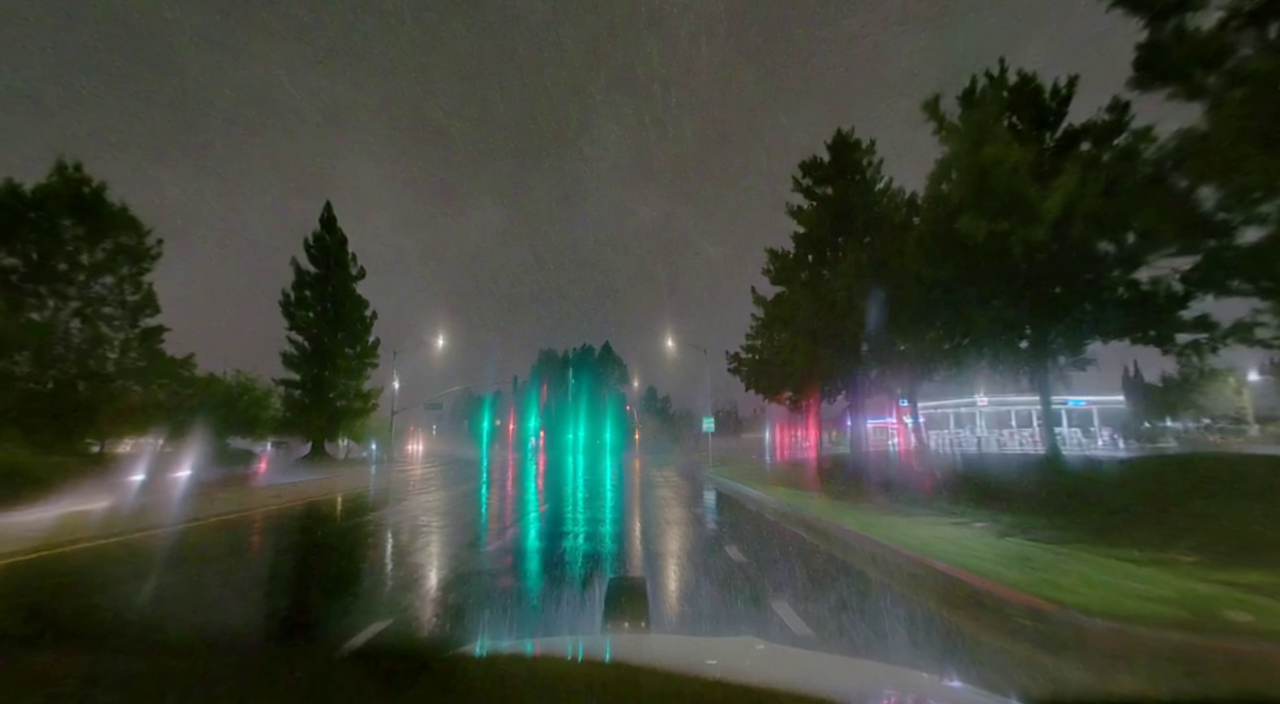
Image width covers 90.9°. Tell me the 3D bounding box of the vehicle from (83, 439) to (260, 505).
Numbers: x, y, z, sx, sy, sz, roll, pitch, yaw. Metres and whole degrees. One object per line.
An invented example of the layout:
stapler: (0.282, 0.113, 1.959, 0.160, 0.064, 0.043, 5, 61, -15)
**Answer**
vehicle: (-14.679, 3.748, 20.199, 1.995, 1.808, 4.759, 0, -9, 0)
